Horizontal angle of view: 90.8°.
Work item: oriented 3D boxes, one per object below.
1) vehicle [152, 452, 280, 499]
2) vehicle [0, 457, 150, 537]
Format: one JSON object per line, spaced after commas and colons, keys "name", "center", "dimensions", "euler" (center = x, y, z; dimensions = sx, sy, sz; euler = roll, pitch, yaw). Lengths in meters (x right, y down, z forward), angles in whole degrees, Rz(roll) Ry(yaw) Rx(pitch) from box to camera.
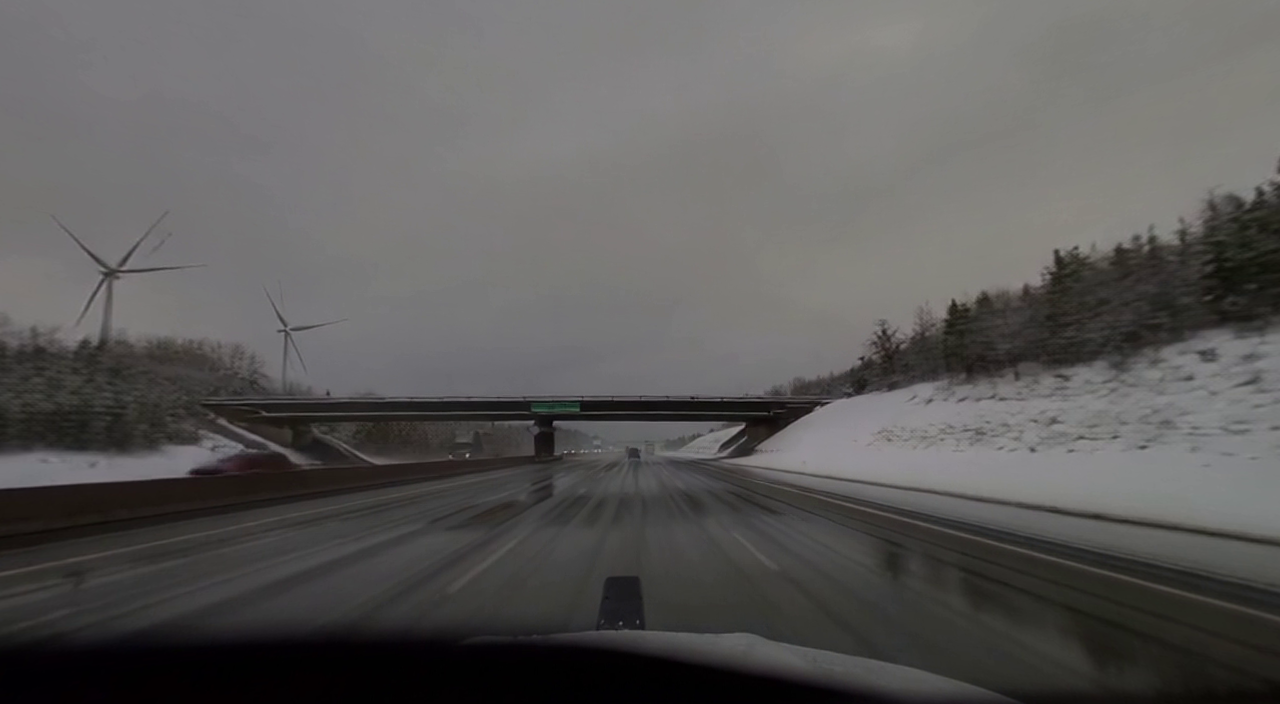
{"name": "vehicle", "center": [-15.895, 4.610, 23.970], "dimensions": [1.912, 1.565, 4.242], "euler": [0, -9, 0]}
{"name": "vehicle", "center": [-12.237, 2.808, 12.613], "dimensions": [1.839, 1.359, 3.813], "euler": [0, -9, -1]}
